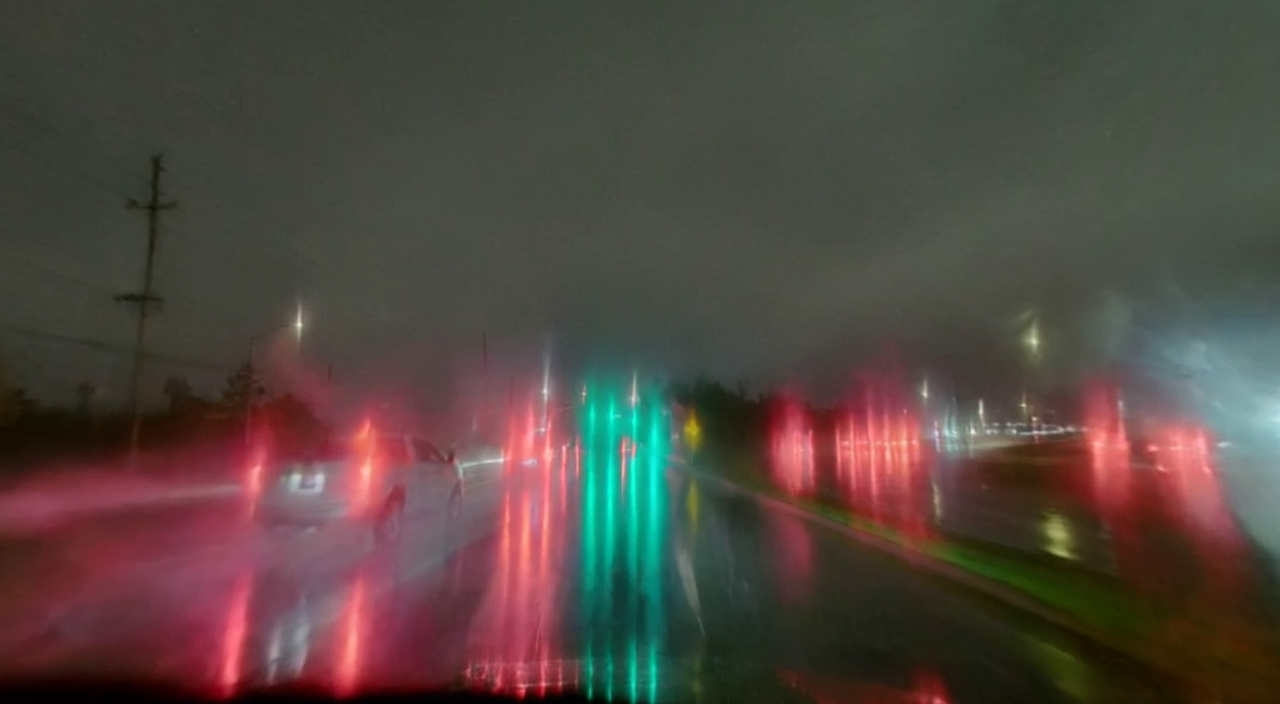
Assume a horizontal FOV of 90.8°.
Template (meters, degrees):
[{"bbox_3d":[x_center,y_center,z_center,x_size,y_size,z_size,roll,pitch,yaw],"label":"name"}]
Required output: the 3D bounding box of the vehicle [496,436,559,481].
[{"bbox_3d":[-4.640,4.458,26.648,2.041,1.698,4.094,0,-9,-3],"label":"vehicle"}]

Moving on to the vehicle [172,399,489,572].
[{"bbox_3d":[-3.797,1.742,8.939,2.189,1.807,4.467,0,-9,0],"label":"vehicle"}]

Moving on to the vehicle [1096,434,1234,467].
[{"bbox_3d":[33.429,6.361,40.703,2.436,1.877,7.681,1,-9,1],"label":"vehicle"}]
